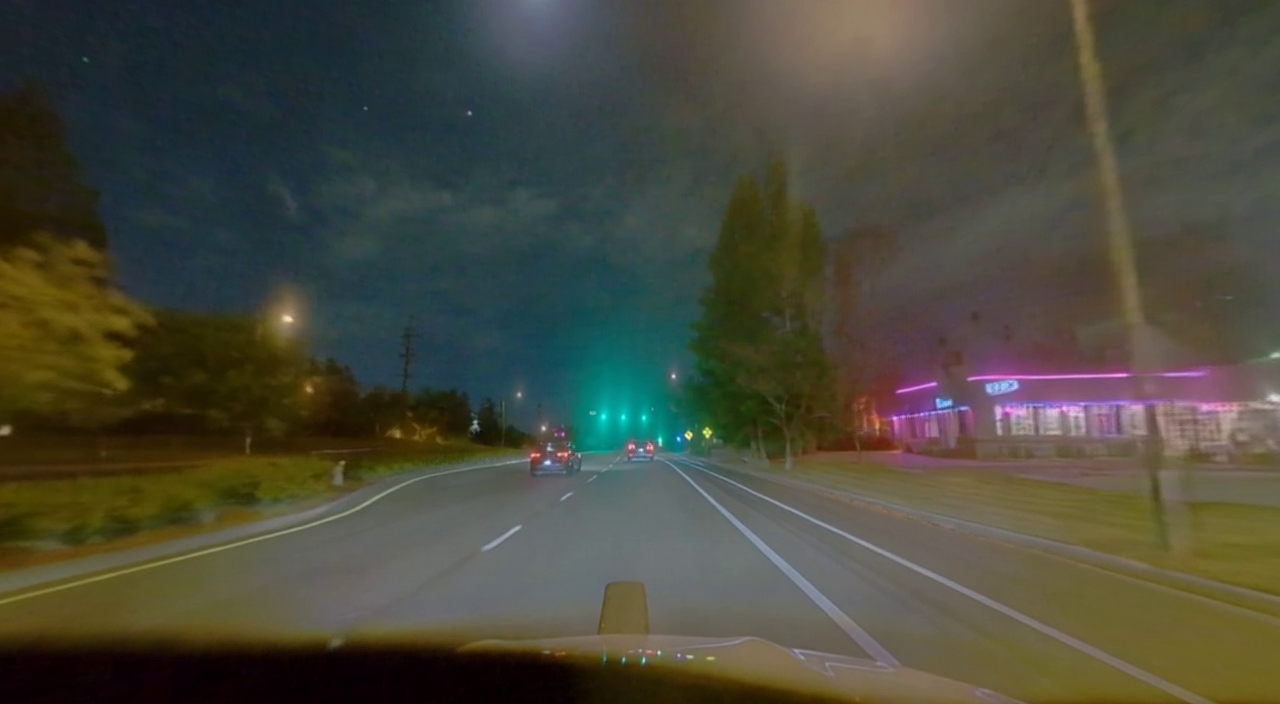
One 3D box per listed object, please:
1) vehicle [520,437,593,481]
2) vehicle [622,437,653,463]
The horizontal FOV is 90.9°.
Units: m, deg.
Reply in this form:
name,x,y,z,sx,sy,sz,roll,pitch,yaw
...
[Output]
name,x,y,z,sx,sy,sz,roll,pitch,yaw
vehicle,-3.010,3.971,23.646,2.015,1.470,4.458,0,-8,2
vehicle,-0.137,6.977,45.115,2.153,1.764,4.047,0,-8,1
